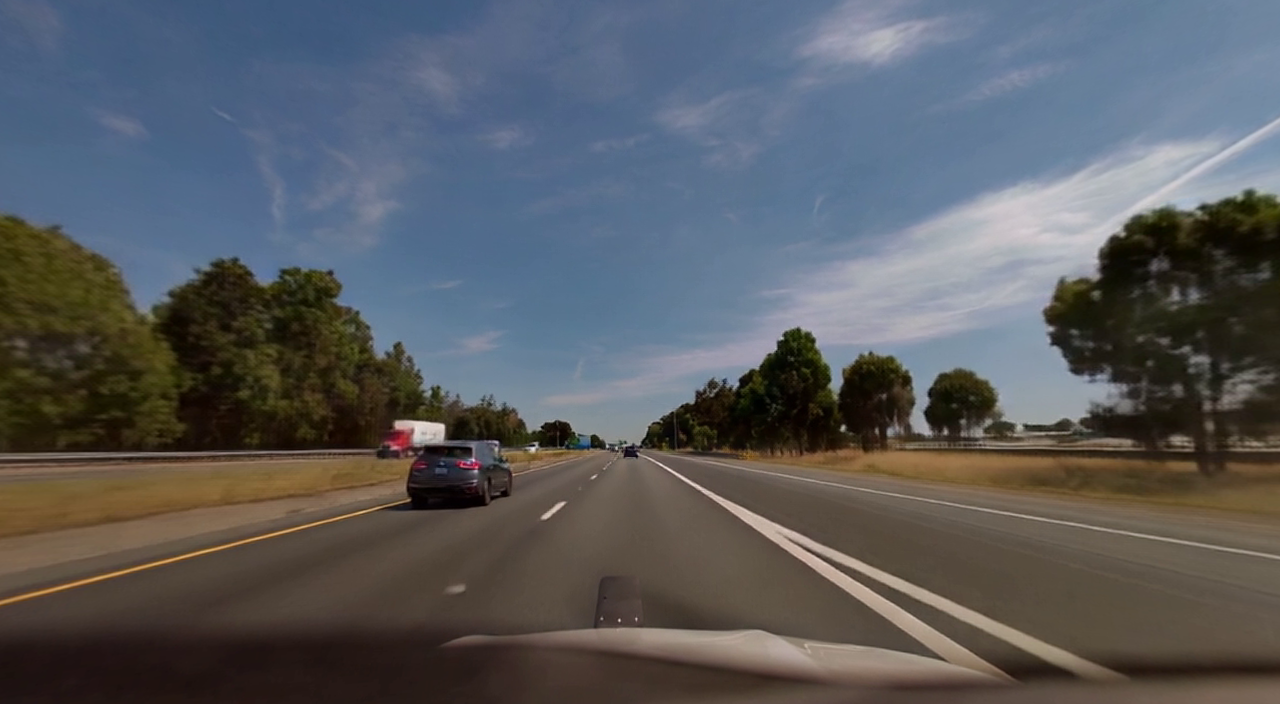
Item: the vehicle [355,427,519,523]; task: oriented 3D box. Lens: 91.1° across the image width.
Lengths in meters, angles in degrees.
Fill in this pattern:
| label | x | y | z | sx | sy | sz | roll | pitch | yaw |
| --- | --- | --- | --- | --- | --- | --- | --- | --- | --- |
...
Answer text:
| label | x | y | z | sx | sy | sz | roll | pitch | yaw |
| --- | --- | --- | --- | --- | --- | --- | --- | --- | --- |
| vehicle | -4.124 | 2.581 | 13.704 | 2.111 | 1.717 | 4.426 | 0 | -9 | 0 |
